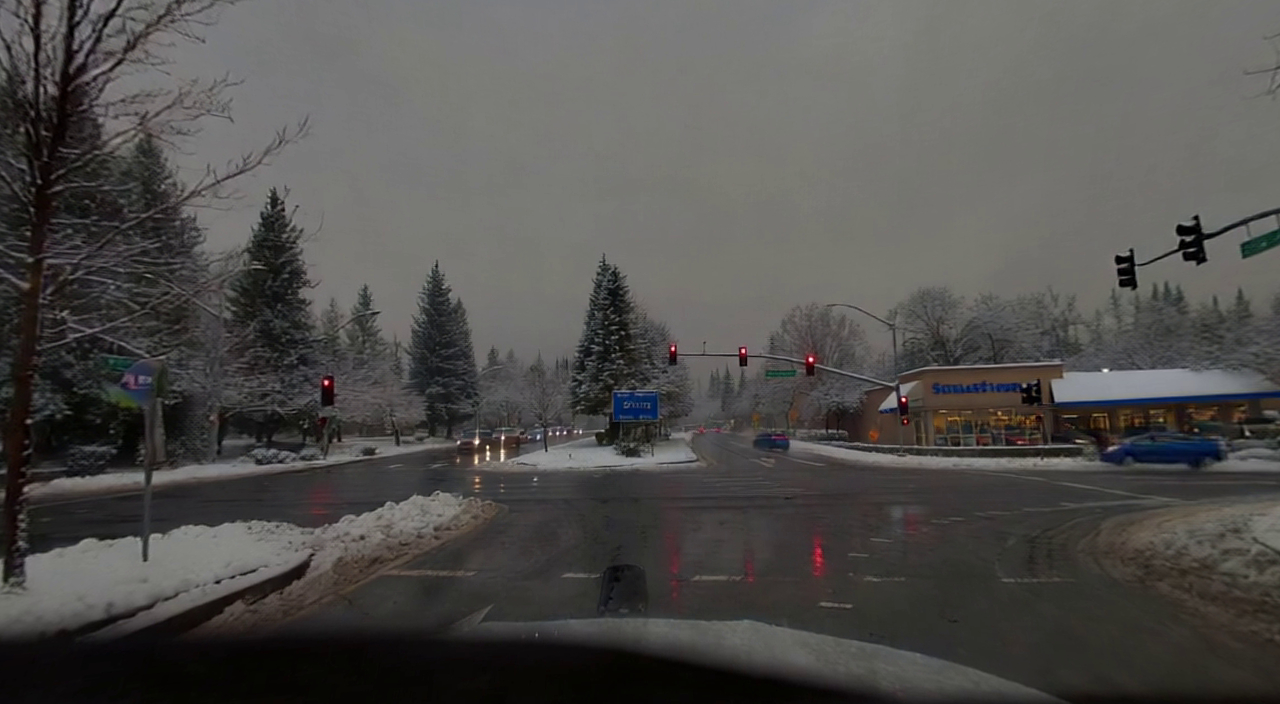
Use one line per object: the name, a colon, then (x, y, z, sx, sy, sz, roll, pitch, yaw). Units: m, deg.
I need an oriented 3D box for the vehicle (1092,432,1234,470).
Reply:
vehicle: (24.420, 4.641, 29.683, 4.667, 1.664, 1.936, -4, -9, 23)

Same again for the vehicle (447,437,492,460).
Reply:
vehicle: (-11.794, 6.688, 43.893, 2.111, 1.499, 4.371, 0, -9, -3)

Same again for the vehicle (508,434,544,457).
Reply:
vehicle: (-8.072, 6.663, 45.087, 1.920, 1.546, 4.086, 0, -9, -1)
